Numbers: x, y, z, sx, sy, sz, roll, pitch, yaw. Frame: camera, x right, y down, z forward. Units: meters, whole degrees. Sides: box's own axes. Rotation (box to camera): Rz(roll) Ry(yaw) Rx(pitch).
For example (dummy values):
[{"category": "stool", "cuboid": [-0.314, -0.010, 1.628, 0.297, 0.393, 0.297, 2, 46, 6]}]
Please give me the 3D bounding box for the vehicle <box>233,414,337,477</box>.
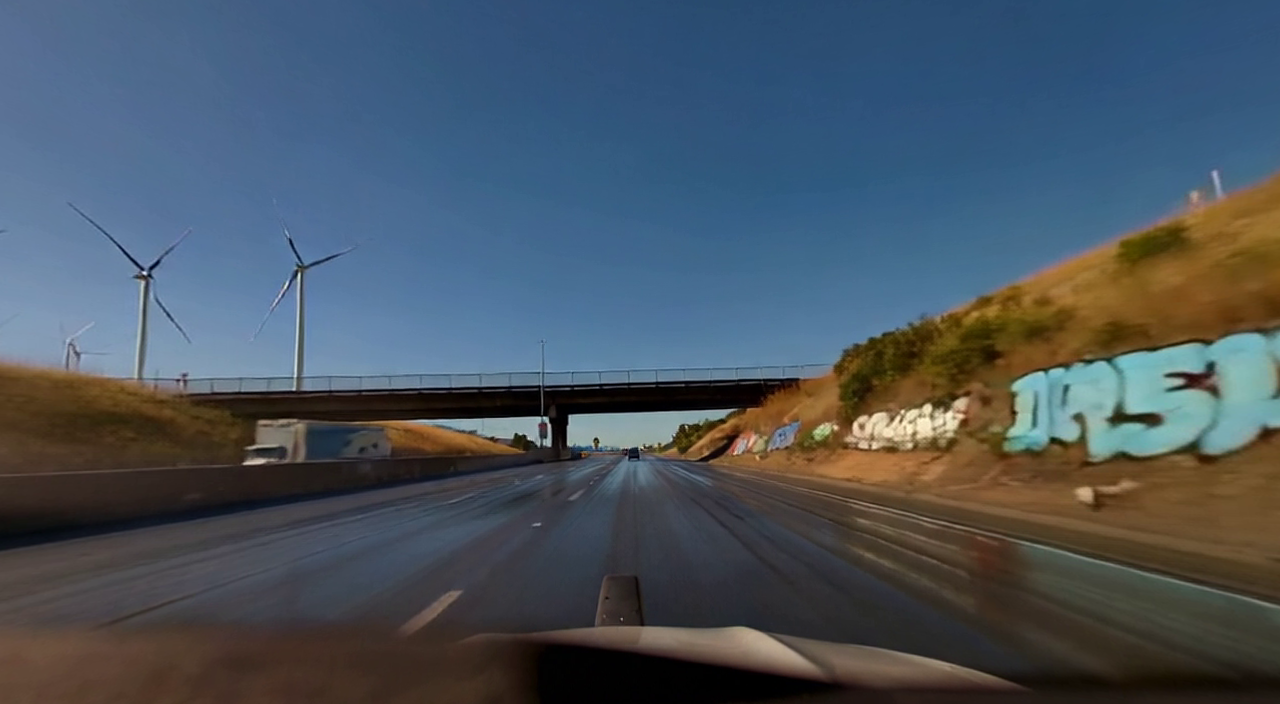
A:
[{"category": "vehicle", "cuboid": [-23.007, 6.175, 41.372, 3.227, 3.793, 6.009, 0, -9, -1]}]
